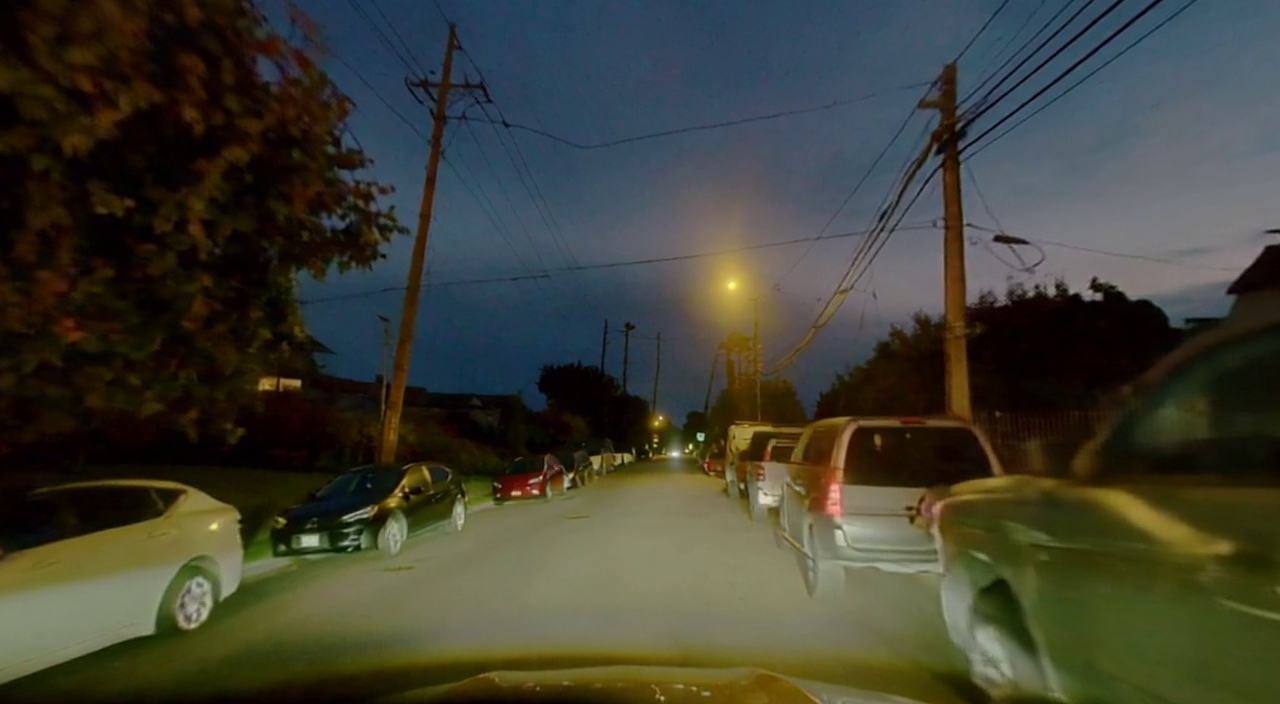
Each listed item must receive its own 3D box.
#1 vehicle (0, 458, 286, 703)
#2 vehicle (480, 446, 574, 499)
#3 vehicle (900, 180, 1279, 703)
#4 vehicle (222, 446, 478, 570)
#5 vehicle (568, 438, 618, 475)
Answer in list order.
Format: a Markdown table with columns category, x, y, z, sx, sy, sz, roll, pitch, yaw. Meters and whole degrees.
| category | x | y | z | sx | sy | sz | roll | pitch | yaw |
| --- | --- | --- | --- | --- | --- | --- | --- | --- | --- |
| vehicle | -4.629 | 1.449 | 4.060 | 1.932 | 1.431 | 4.198 | -1 | -8 | 7 |
| vehicle | -3.574 | 3.892 | 20.942 | 1.988 | 1.541 | 4.686 | -1 | -8 | 4 |
| vehicle | 2.270 | 0.526 | 0.820 | 2.032 | 1.839 | 4.597 | 0 | -8 | 2 |
| vehicle | -4.268 | 2.300 | 10.225 | 1.796 | 1.532 | 4.244 | -1 | -8 | 6 |
| vehicle | -2.599 | 5.978 | 36.376 | 2.280 | 1.953 | 5.092 | -1 | -8 | 3 |
